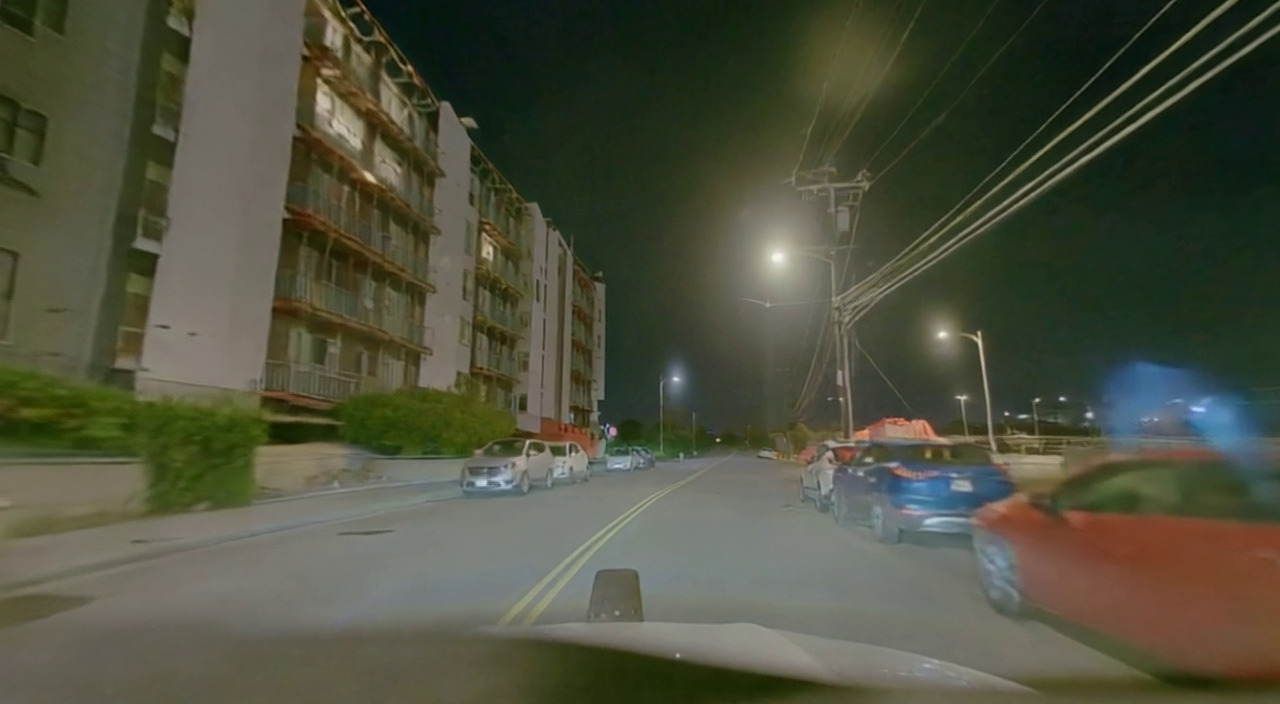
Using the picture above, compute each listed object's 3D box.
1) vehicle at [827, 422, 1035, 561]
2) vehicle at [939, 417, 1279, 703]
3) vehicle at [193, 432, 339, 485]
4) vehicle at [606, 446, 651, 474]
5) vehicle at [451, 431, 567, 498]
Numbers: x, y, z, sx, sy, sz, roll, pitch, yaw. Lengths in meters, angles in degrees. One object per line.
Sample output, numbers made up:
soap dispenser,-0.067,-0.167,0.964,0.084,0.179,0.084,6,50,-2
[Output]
vehicle,4.685,2.269,11.077,1.918,1.848,4.946,-1,-9,8
vehicle,3.930,1.217,3.554,2.170,1.602,5.190,-1,-9,3
vehicle,-12.926,3.703,22.147,1.948,1.660,4.316,-2,-9,11
vehicle,-0.678,6.804,40.010,1.998,1.633,4.673,-2,-9,10
vehicle,-4.029,3.581,20.339,1.953,1.871,4.712,-2,-9,11
